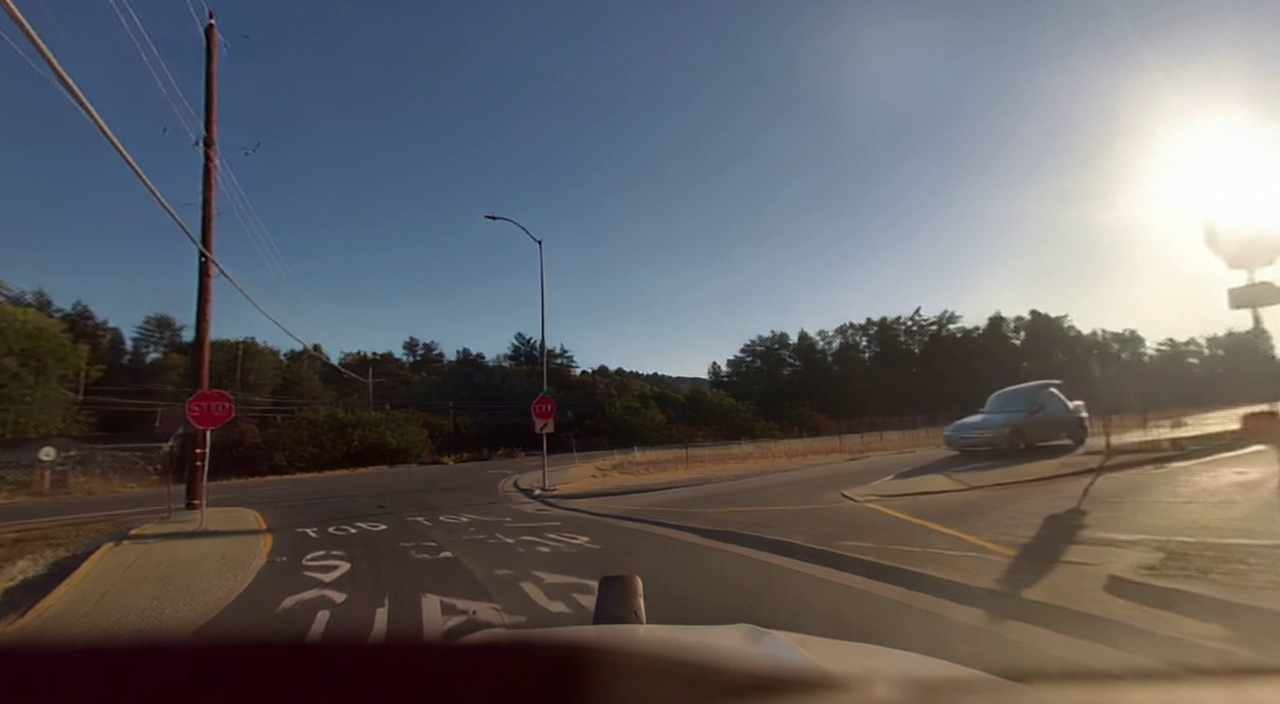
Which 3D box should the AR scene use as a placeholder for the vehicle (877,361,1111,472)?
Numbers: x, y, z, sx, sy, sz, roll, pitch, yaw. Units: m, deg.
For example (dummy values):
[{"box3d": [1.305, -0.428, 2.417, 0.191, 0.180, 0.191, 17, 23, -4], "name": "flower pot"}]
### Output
[{"box3d": [7.888, 1.414, 14.047, 4.403, 1.574, 1.914, -9, -5, -20], "name": "vehicle"}]
